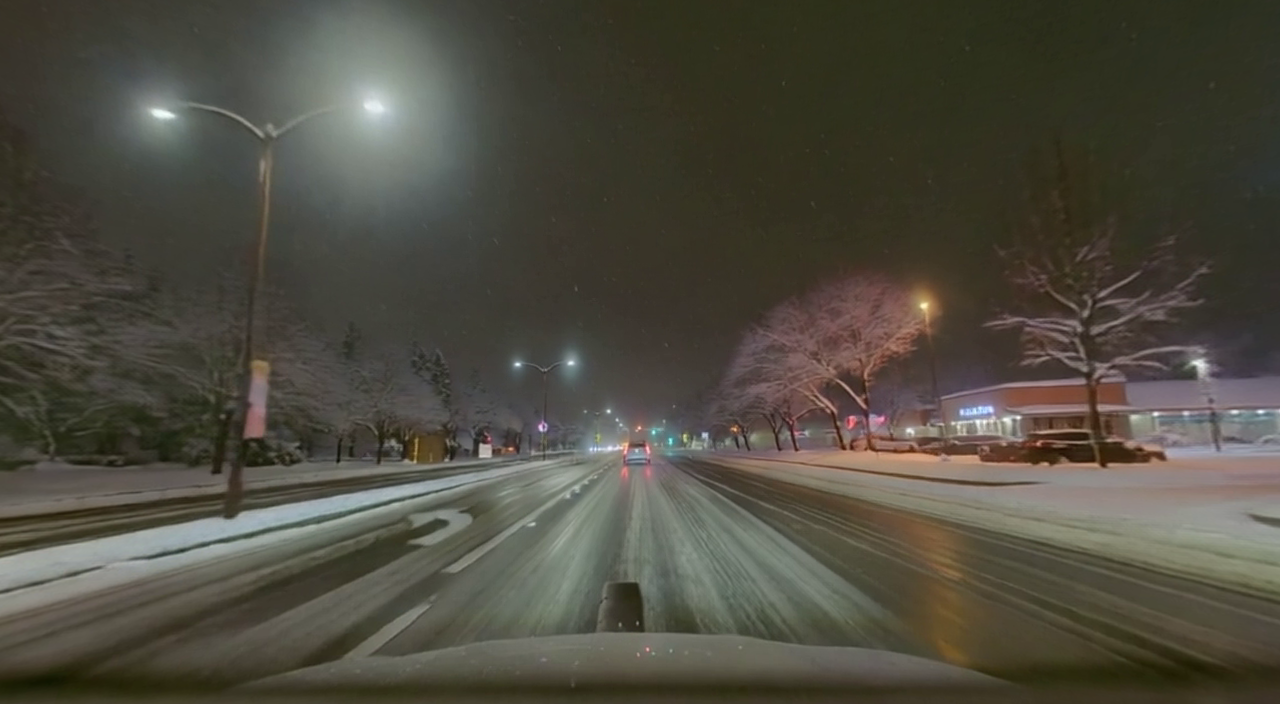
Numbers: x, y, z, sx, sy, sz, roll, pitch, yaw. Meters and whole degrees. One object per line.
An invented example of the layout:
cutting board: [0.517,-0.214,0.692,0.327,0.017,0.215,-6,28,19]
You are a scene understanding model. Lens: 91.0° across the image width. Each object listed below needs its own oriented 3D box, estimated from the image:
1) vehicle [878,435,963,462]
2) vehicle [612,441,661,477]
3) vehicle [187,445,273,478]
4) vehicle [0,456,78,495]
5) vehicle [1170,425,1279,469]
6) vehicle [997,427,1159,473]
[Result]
vehicle: [17.030,5.876,38.372,4.224,1.614,2.028,0,-9,-1]
vehicle: [-0.184,4.693,27.872,1.998,1.452,3.773,0,-9,-1]
vehicle: [-27.009,7.226,41.576,4.087,1.755,2.304,-5,-9,1]
vehicle: [-26.948,5.184,26.634,4.282,1.483,2.020,0,-8,-1]
vehicle: [28.007,4.455,29.492,1.991,1.877,5.024,-1,-9,1]
vehicle: [17.908,4.041,25.939,5.083,1.778,2.063,0,-9,0]
